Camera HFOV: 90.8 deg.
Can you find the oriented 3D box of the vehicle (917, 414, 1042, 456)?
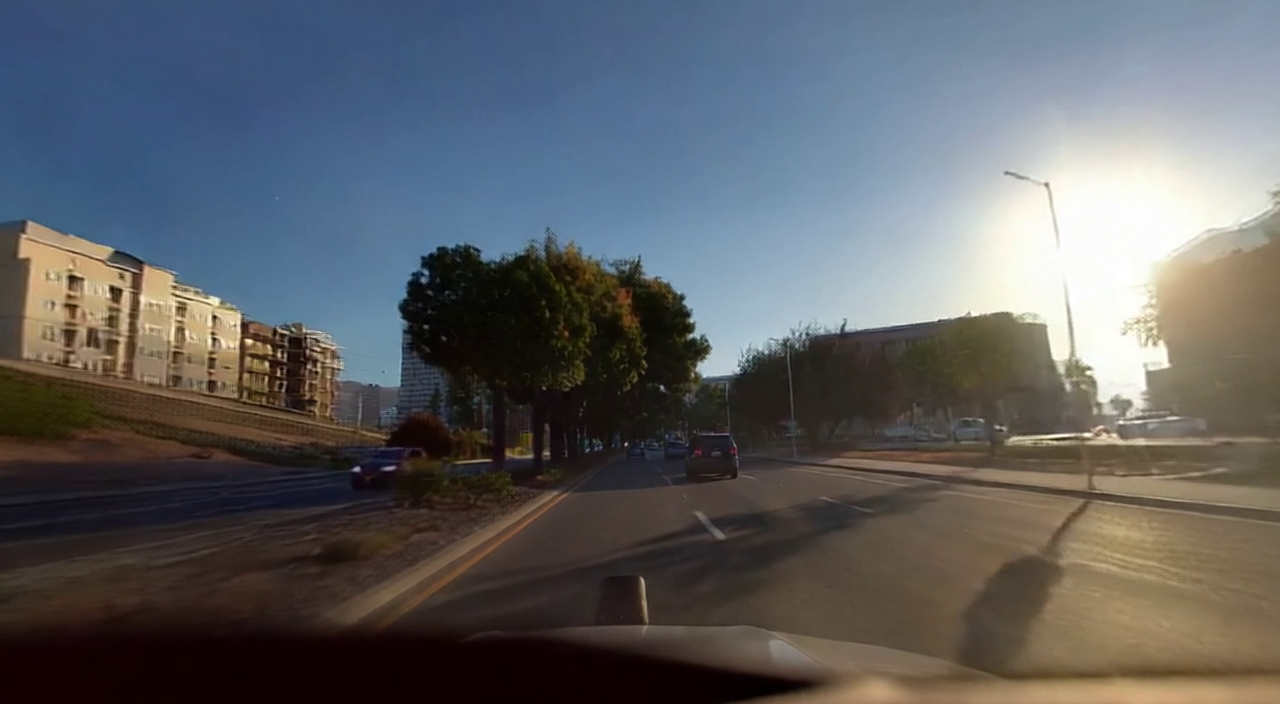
[{"bbox_3d":[19.284,4.840,36.335,2.305,2.084,6.115,1,-10,-21],"label":"vehicle"}]

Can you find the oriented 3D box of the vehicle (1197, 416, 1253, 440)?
[{"bbox_3d":[41.740,5.481,45.171,1.832,1.394,3.877,-7,-12,27],"label":"vehicle"}]

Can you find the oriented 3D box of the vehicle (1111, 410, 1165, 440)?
[{"bbox_3d":[37.965,5.679,48.333,2.235,2.018,6.593,-5,-10,30],"label":"vehicle"}]

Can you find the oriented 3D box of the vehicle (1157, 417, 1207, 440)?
[{"bbox_3d":[39.465,5.634,46.086,1.928,1.495,3.956,-7,-10,30],"label":"vehicle"}]

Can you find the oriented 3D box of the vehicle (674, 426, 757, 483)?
[{"bbox_3d":[2.838,4.072,25.345,2.559,2.017,5.562,0,-9,-1],"label":"vehicle"}]
